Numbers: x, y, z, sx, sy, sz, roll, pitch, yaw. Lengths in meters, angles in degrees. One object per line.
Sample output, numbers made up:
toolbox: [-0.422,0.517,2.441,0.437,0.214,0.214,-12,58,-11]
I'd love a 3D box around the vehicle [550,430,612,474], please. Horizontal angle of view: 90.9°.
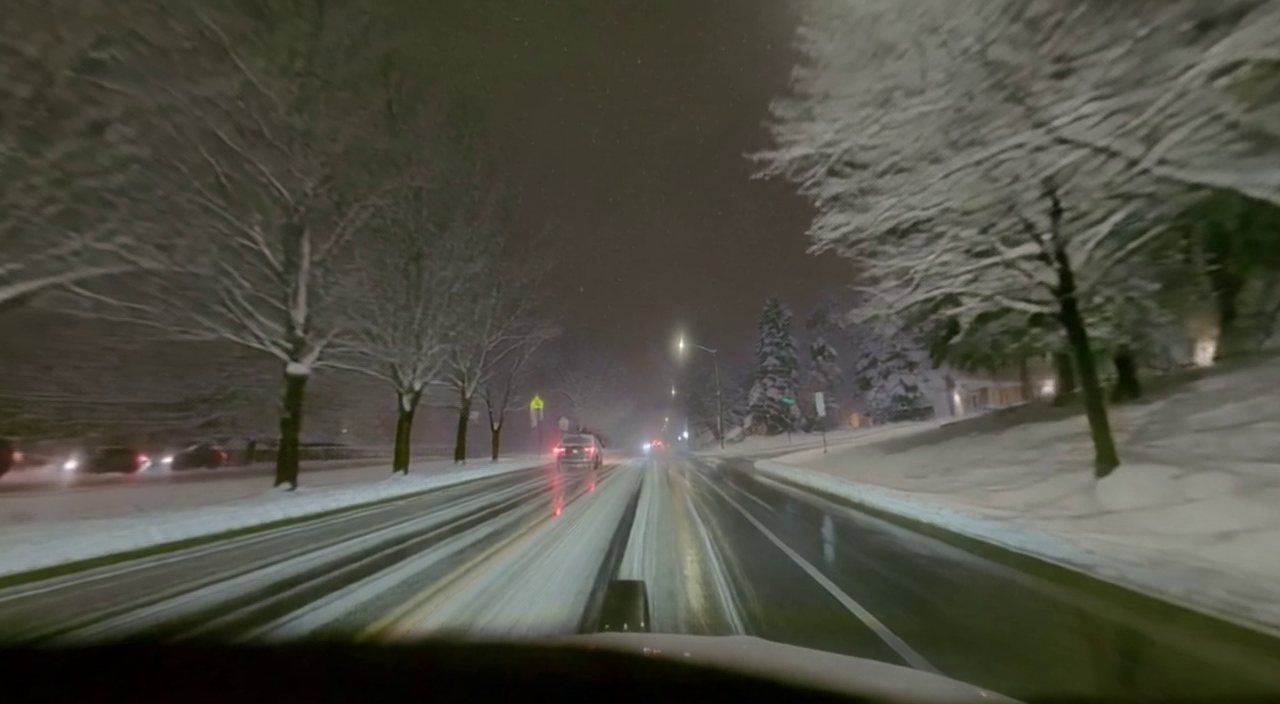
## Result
vehicle: [-2.391,4.202,26.722,2.016,1.694,4.335,0,-8,2]

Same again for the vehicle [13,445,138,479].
vehicle: [-28.987,5.626,32.623,1.845,1.513,4.993,-3,-8,1]

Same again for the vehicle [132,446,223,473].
vehicle: [-28.475,6.626,39.040,1.866,1.479,4.731,0,-8,4]
